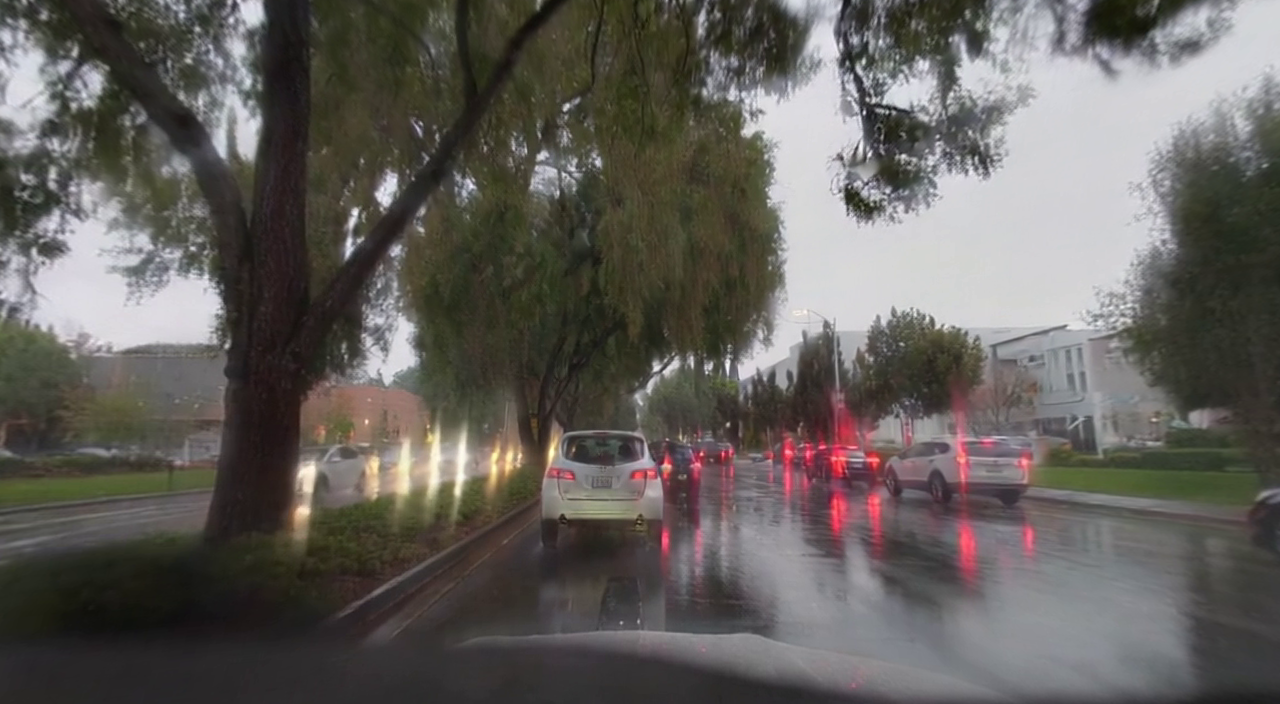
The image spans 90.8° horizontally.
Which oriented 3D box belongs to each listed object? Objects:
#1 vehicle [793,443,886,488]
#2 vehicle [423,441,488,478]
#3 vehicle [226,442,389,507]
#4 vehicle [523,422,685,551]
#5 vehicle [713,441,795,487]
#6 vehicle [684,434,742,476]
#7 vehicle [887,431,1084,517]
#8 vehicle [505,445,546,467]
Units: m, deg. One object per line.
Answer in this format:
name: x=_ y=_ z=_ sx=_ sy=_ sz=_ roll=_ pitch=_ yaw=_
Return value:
vehicle: x=7.195 y=4.104 z=23.287 sx=1.977 sy=1.485 sz=4.308 roll=0 pitch=-8 yaw=0
vehicle: x=-8.882 y=5.186 z=30.759 sx=1.920 sy=1.663 sz=4.036 roll=0 pitch=-8 yaw=1
vehicle: x=-8.804 y=3.252 z=17.320 sx=1.938 sy=1.513 sz=4.593 roll=0 pitch=-8 yaw=0
vehicle: x=-0.549 y=2.030 z=10.157 sx=2.106 sy=1.655 sz=3.717 roll=0 pitch=-8 yaw=-3
vehicle: x=3.953 y=3.963 z=22.692 sx=2.175 sy=1.477 sz=4.520 roll=0 pitch=-8 yaw=1
vehicle: x=3.409 y=4.901 z=30.408 sx=2.114 sy=1.846 sz=4.659 roll=0 pitch=-8 yaw=-1
vehicle: x=7.757 y=2.754 z=14.813 sx=2.168 sy=1.709 sz=4.289 roll=0 pitch=-8 yaw=0
vehicle: x=-8.233 y=7.537 z=45.987 sx=2.039 sy=1.466 sz=4.553 roll=0 pitch=-8 yaw=1
